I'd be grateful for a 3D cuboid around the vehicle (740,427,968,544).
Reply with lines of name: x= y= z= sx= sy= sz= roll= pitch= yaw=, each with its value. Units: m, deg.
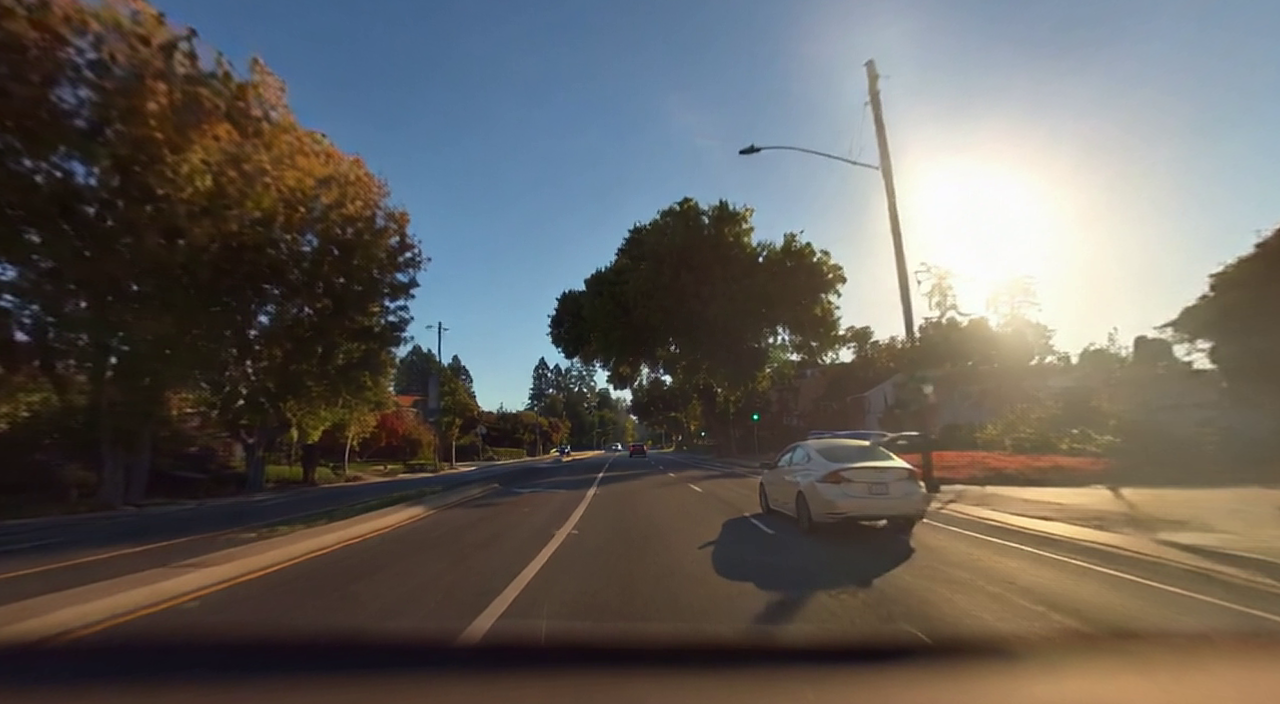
vehicle: x=3.091 y=2.026 z=10.298 sx=2.134 sy=1.476 sz=4.327 roll=0 pitch=-8 yaw=-1
